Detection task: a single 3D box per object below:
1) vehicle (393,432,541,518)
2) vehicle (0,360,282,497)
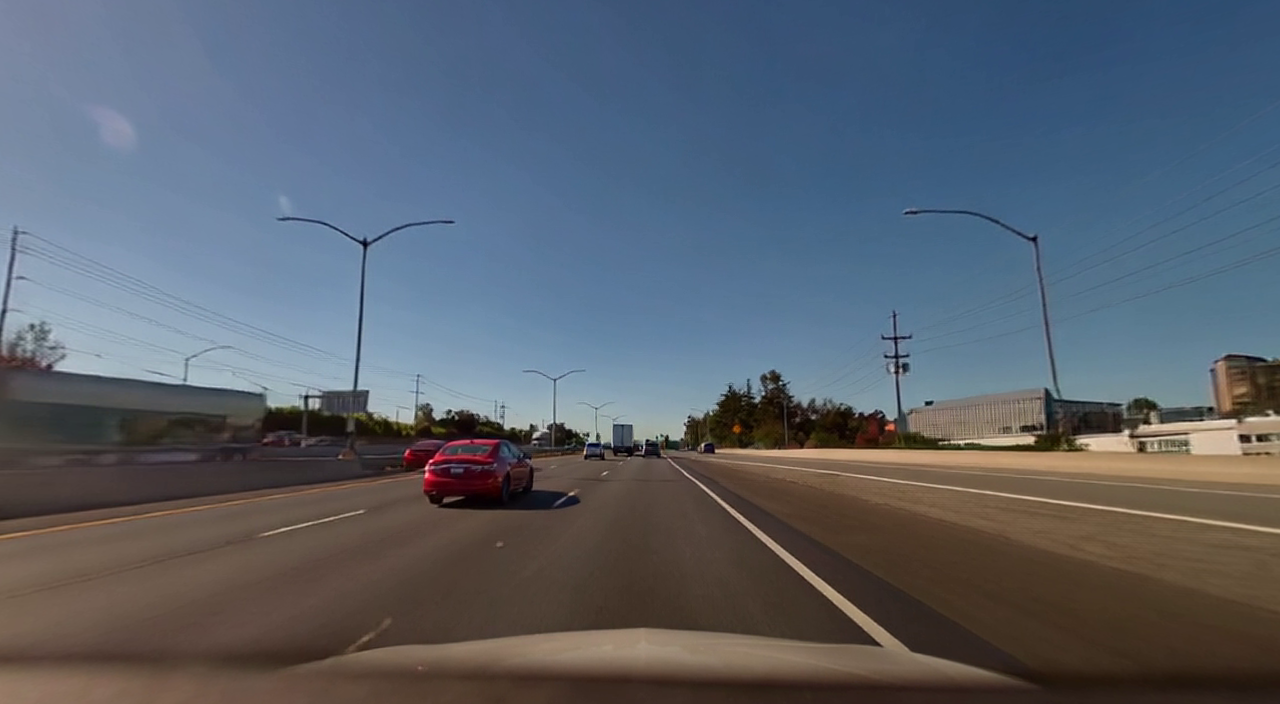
[{"bbox_3d":[-3.382,2.468,13.162,1.953,1.511,3.704,0,-8,2],"label":"vehicle"},{"bbox_3d":[-17.936,2.742,21.505,2.945,3.489,14.127,0,-8,1],"label":"vehicle"}]
